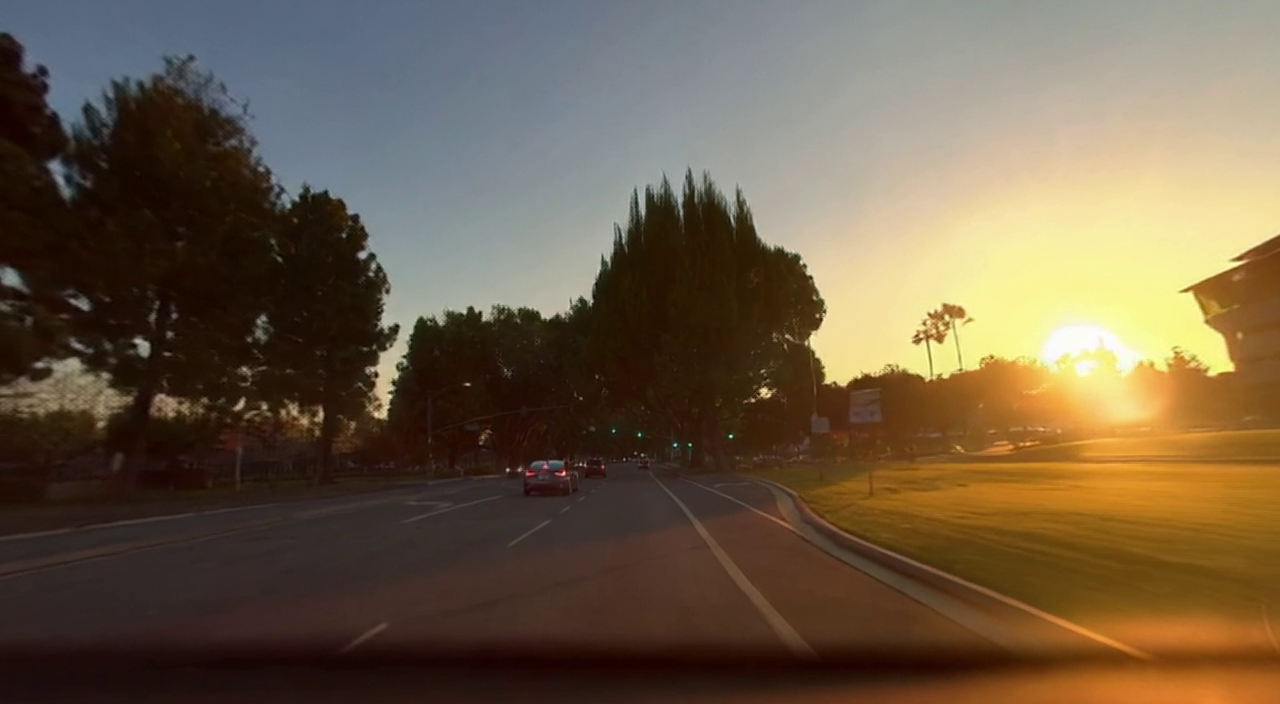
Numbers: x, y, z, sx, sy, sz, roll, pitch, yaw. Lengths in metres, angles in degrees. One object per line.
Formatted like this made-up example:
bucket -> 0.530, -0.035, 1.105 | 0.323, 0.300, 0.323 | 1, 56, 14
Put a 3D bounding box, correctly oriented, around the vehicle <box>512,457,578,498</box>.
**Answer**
vehicle -> -3.635, 4.913, 25.009 | 1.932, 1.431, 4.144 | -1, -10, 1
